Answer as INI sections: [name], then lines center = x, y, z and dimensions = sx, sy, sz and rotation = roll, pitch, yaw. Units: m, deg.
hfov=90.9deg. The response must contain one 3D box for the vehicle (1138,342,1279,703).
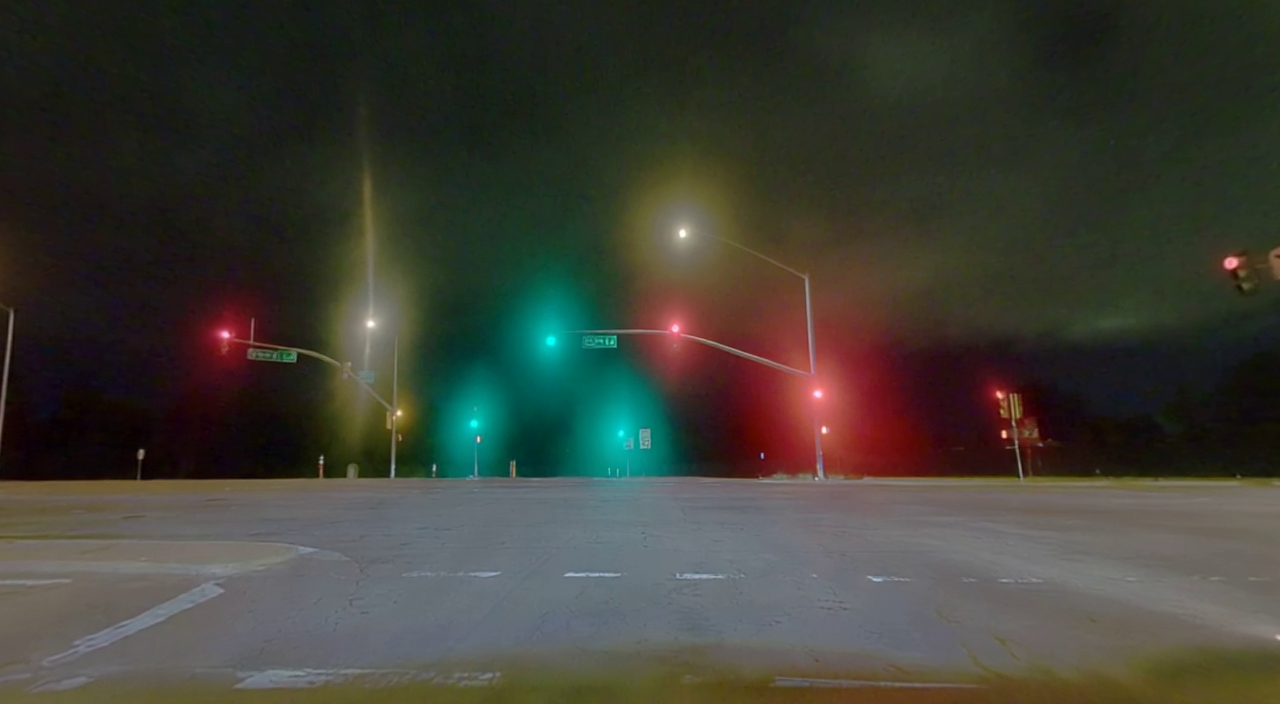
[vehicle]
center = 3.055, 0.557, 0.496
dimensions = 1.938, 1.648, 4.211
rotation = -1, -8, 2
